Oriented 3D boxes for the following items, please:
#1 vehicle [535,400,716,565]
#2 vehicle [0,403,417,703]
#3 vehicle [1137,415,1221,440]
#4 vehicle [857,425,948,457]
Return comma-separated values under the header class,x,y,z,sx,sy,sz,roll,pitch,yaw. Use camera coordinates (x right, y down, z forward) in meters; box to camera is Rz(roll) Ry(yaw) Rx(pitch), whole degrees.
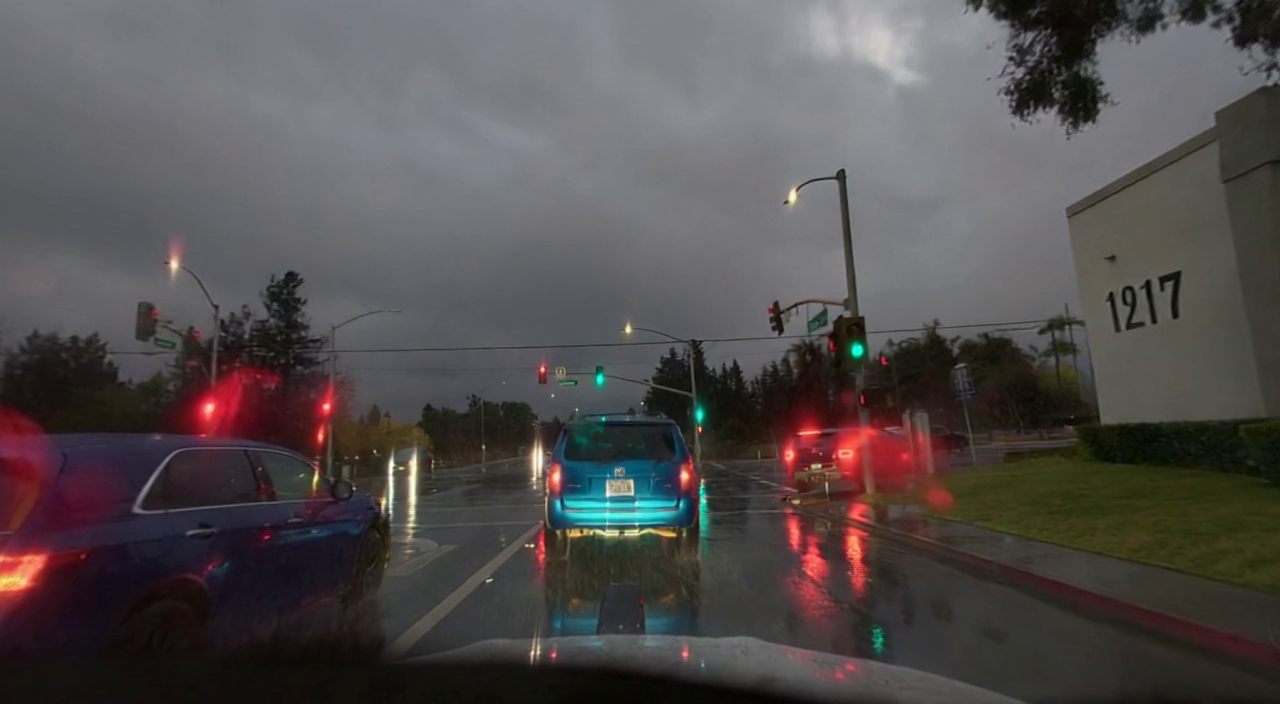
class,x,y,z,sx,sy,sz,roll,pitch,yaw
vehicle,-0.166,1.806,9.415,2.059,1.877,4.249,0,-8,0
vehicle,-3.374,1.278,4.668,2.011,1.527,4.008,0,-8,-1
vehicle,33.932,4.806,39.799,4.509,1.487,1.915,3,-9,-20
vehicle,13.343,4.552,32.184,3.830,1.545,2.006,3,-9,-18
